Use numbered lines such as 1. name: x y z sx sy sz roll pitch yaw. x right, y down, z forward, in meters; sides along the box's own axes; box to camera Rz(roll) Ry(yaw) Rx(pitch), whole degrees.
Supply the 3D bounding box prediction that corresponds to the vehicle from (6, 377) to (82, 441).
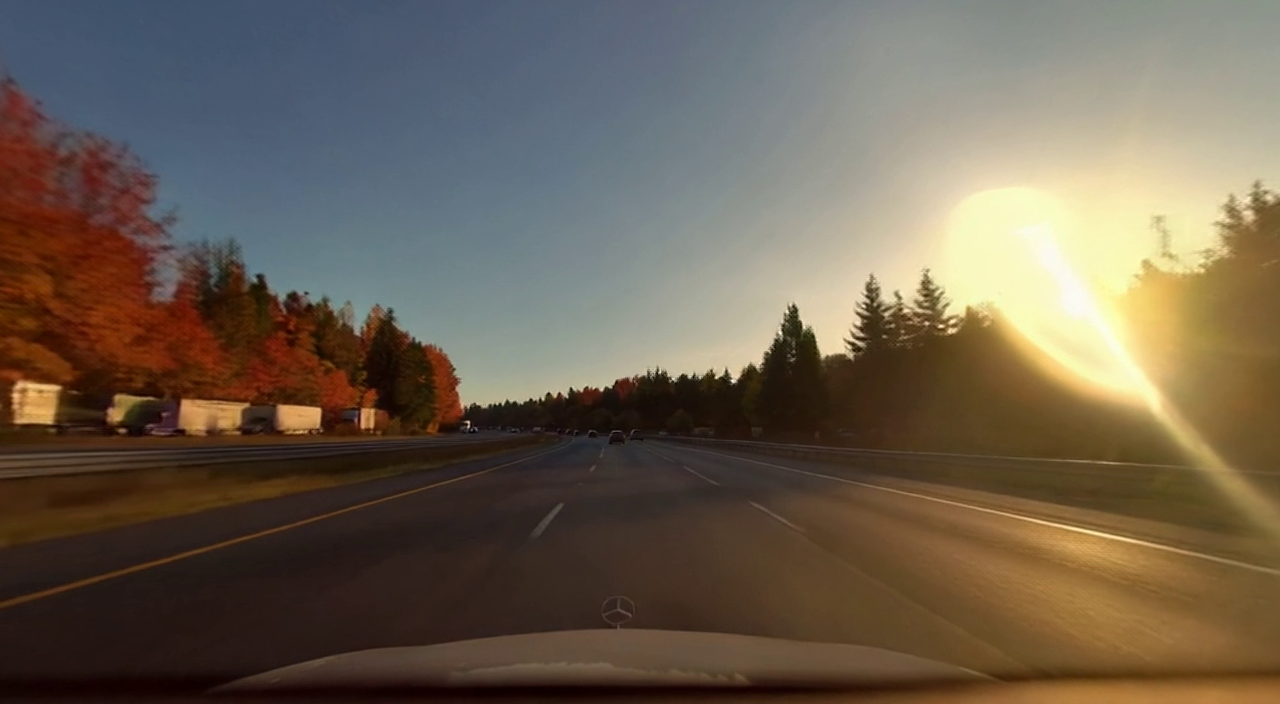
1. vehicle: -43.768 4.051 46.064 6.538 4.314 3.494 -3 -5 44
